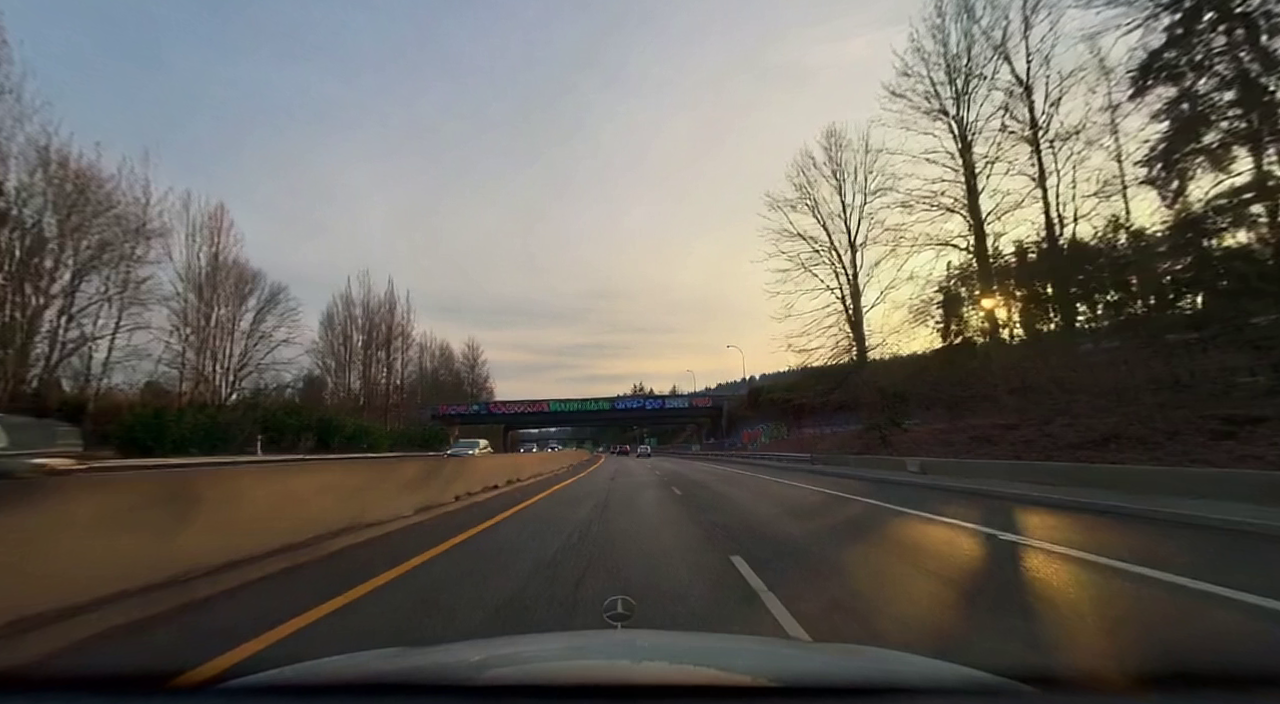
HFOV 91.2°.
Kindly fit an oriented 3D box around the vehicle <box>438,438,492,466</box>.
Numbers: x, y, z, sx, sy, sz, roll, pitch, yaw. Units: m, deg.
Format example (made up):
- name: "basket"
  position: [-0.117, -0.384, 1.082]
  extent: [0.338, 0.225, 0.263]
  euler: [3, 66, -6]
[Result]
- name: "vehicle"
  position: [-10.063, 5.793, 36.358]
  extent: [1.910, 1.528, 4.245]
  euler: [0, -9, -1]
